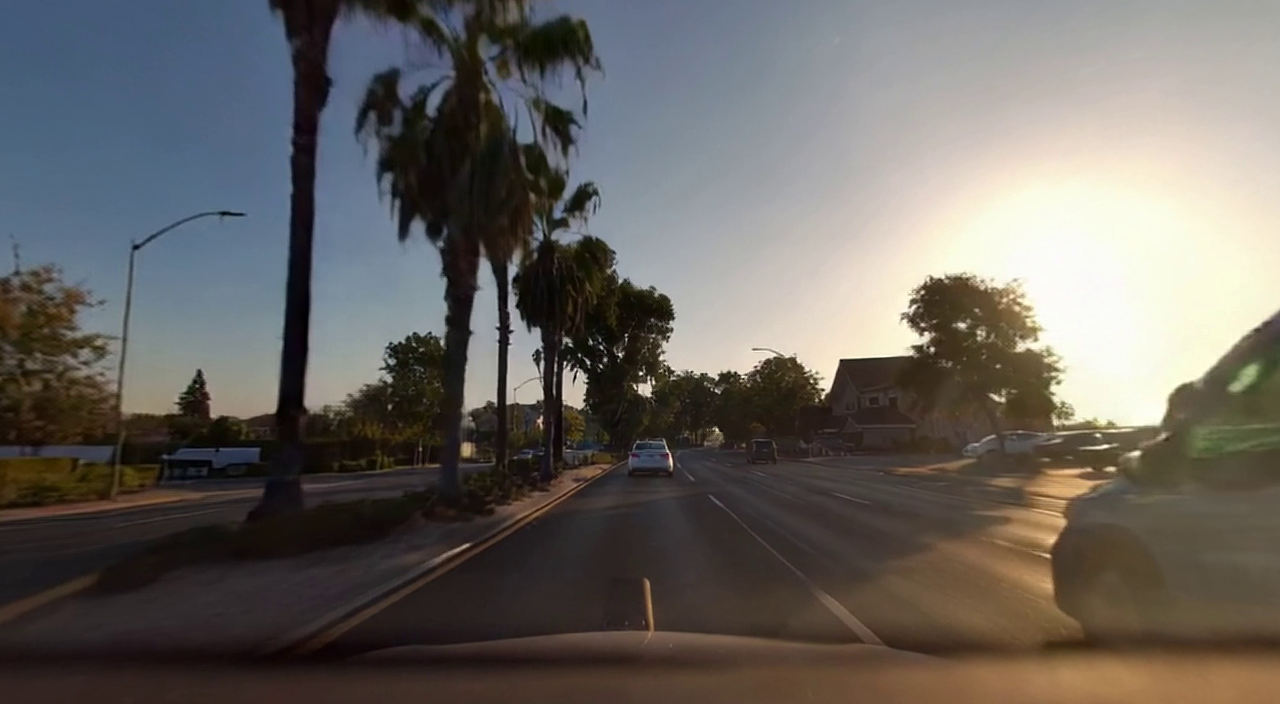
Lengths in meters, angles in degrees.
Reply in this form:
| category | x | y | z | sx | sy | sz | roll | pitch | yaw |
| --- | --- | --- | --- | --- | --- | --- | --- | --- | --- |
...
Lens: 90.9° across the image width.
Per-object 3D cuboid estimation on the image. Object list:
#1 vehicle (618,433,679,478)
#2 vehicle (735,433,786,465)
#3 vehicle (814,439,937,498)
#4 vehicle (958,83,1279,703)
| category | x | y | z | sx | sy | sz | roll | pitch | yaw |
| --- | --- | --- | --- | --- | --- | --- | --- | --- | --- |
| vehicle | 0.337 | 4.213 | 25.867 | 2.289 | 1.679 | 4.180 | 0 | -8 | 0 |
| vehicle | 8.105 | 6.604 | 43.149 | 2.436 | 2.010 | 5.595 | 0 | -8 | 1 |
| vehicle | 6.602 | 3.269 | 18.224 | 1.897 | 1.477 | 4.360 | 0 | -8 | 0 |
| vehicle | 3.263 | 0.258 | 1.050 | 2.268 | 2.584 | 6.049 | 0 | -8 | 0 |
